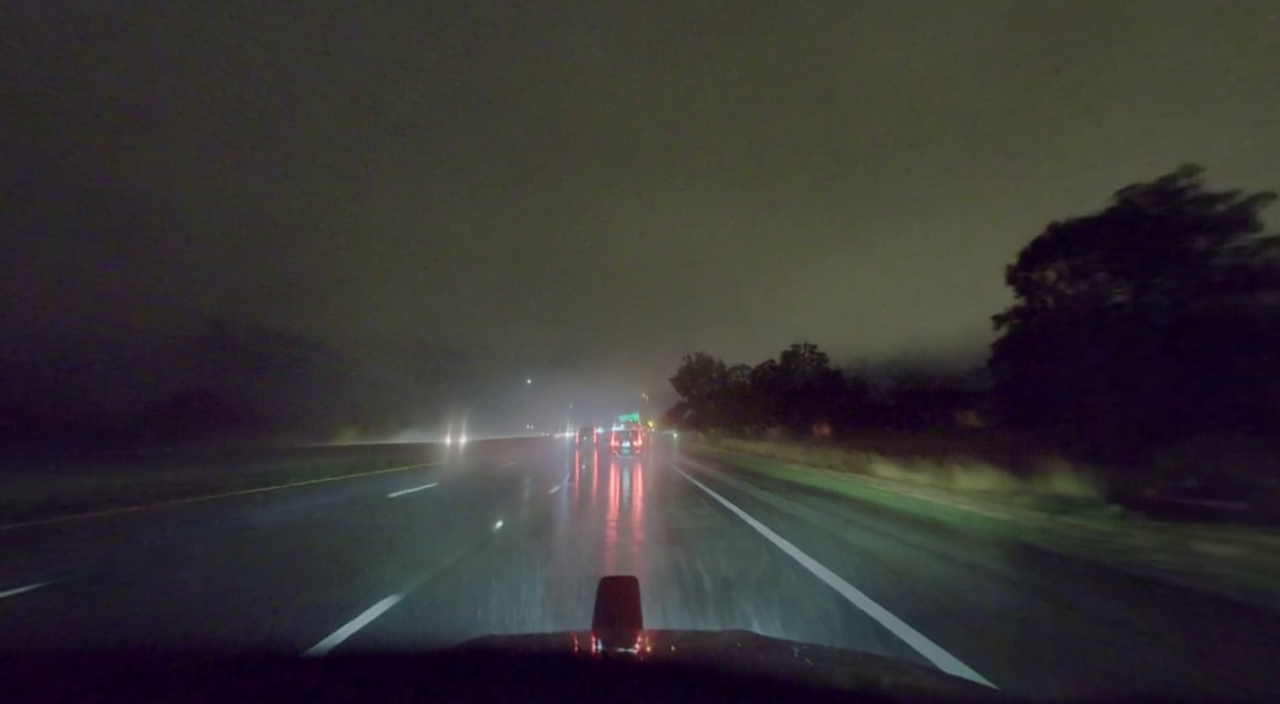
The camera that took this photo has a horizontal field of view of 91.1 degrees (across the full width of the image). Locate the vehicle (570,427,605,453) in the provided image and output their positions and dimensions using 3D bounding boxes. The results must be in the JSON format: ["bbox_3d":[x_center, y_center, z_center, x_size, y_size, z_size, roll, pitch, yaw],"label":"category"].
[{"bbox_3d":[-4.085,6.950,49.560,2.251,1.938,4.708,0,-8,1],"label":"vehicle"}]

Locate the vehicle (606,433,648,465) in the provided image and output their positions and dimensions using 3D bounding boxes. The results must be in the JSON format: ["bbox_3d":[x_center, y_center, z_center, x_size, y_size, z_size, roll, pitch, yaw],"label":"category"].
[{"bbox_3d":[-0.660,4.786,31.383,1.948,1.470,3.913,0,-8,-2],"label":"vehicle"}]
